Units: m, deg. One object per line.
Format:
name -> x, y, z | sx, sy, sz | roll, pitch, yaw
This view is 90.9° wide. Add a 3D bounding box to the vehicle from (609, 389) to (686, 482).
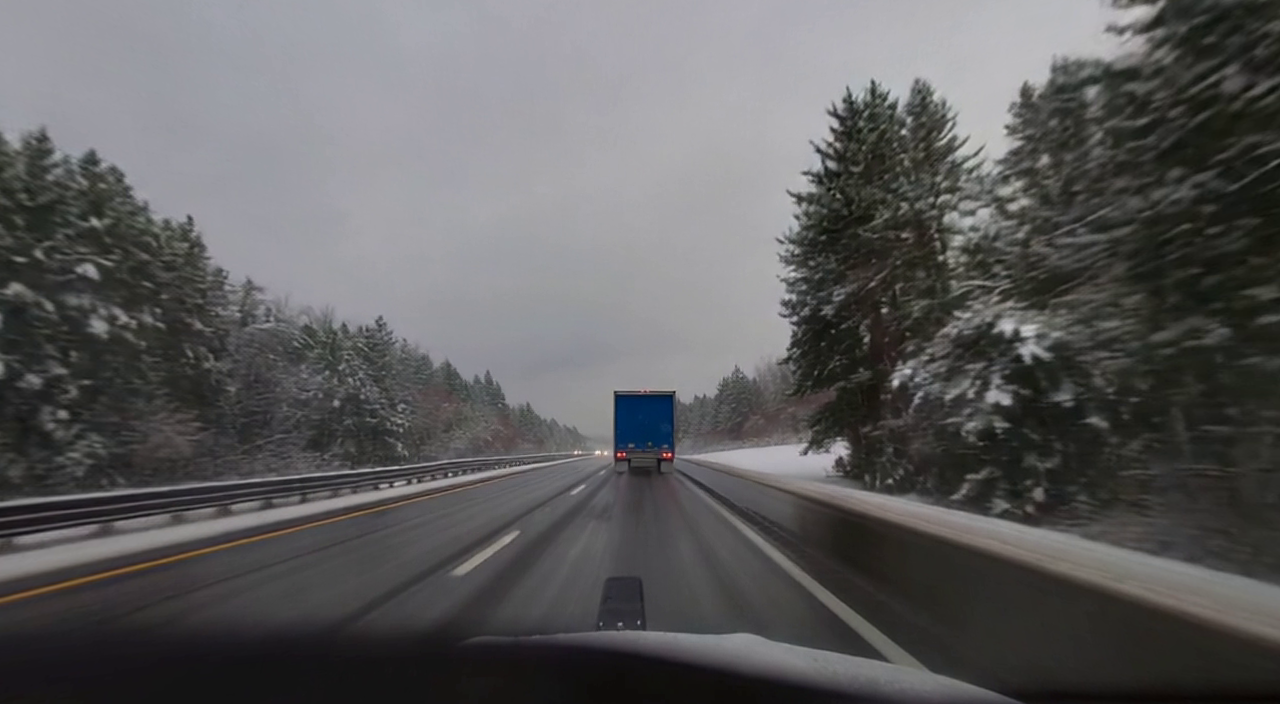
vehicle -> 0.136, 3.845, 28.502 | 2.913, 3.530, 8.648 | 0, -9, -2
